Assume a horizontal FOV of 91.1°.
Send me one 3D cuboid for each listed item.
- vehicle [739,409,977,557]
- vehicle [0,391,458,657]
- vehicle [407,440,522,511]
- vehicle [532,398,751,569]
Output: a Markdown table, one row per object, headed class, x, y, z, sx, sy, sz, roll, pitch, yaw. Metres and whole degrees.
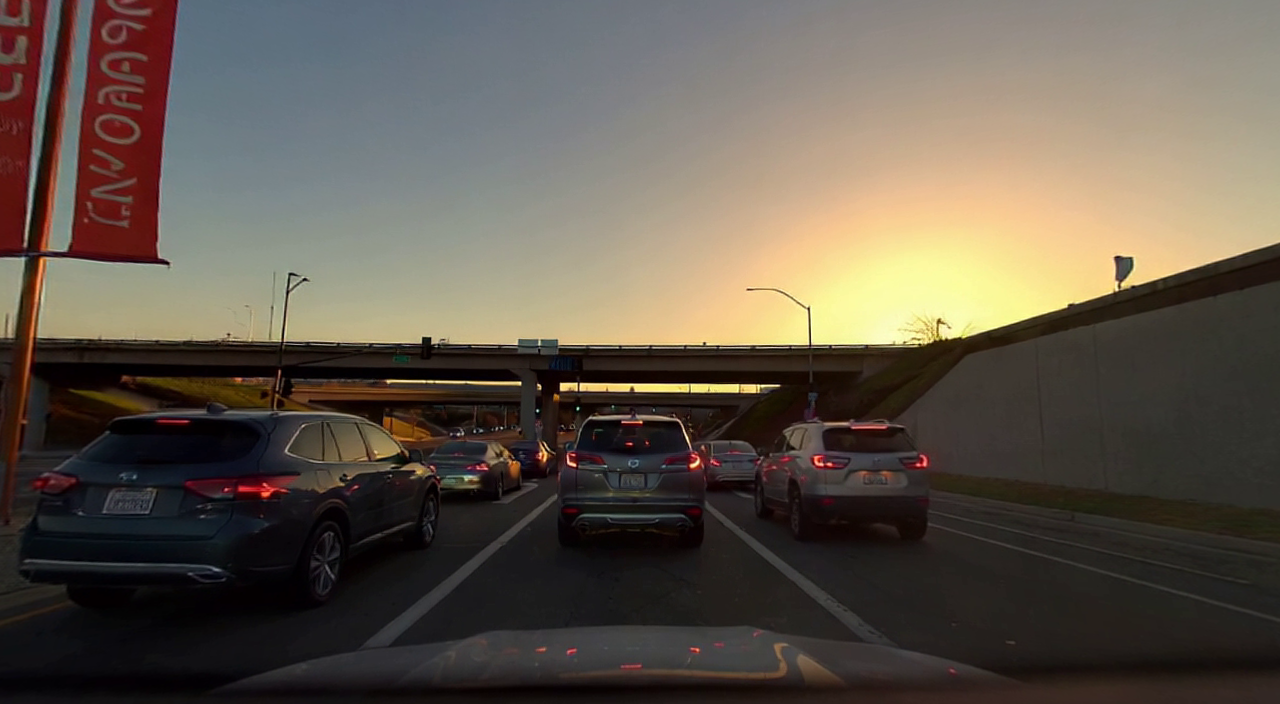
| class | x | y | z | sx | sy | sz | roll | pitch | yaw |
| --- | --- | --- | --- | --- | --- | --- | --- | --- | --- |
| vehicle | 3.089 | 1.973 | 10.198 | 2.016 | 1.804 | 4.681 | 0 | -9 | -2 |
| vehicle | -3.488 | 1.431 | 6.277 | 2.039 | 1.709 | 4.265 | 0 | -9 | 0 |
| vehicle | -4.148 | 2.947 | 15.433 | 1.797 | 1.505 | 3.506 | 0 | -9 | 0 |
| vehicle | -0.074 | 1.772 | 9.215 | 2.409 | 1.864 | 4.471 | 0 | -9 | -2 |
